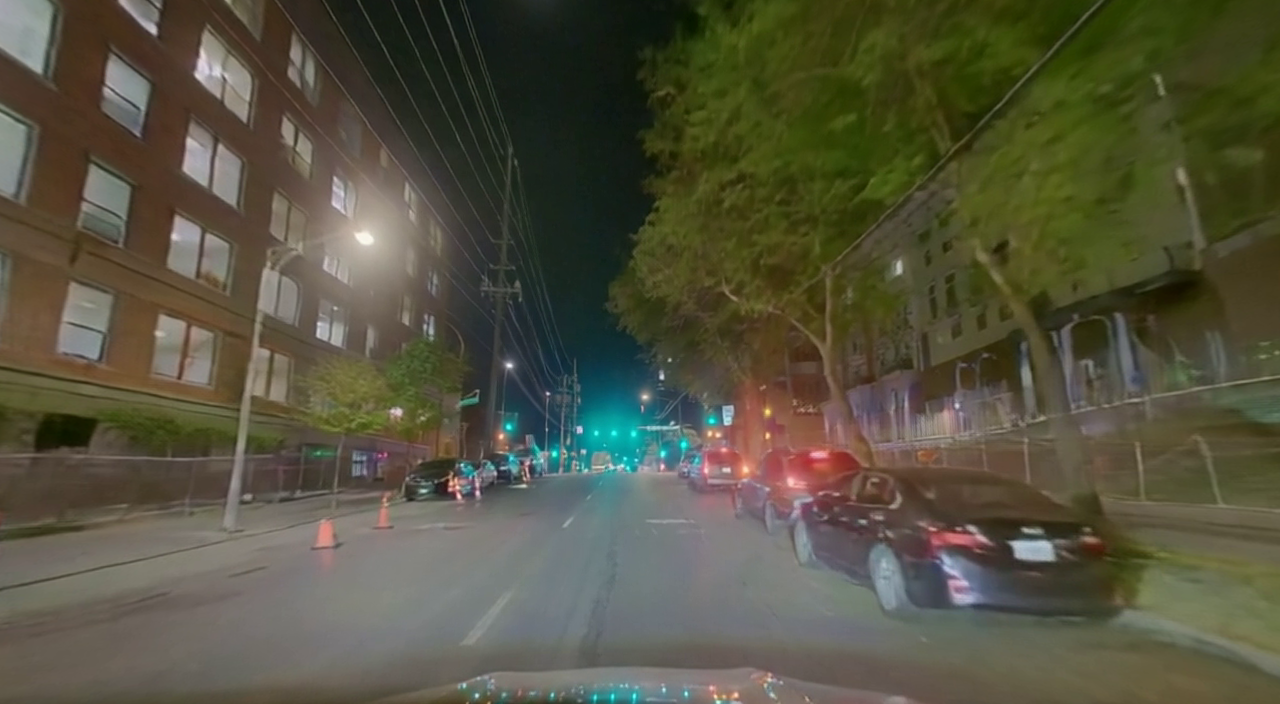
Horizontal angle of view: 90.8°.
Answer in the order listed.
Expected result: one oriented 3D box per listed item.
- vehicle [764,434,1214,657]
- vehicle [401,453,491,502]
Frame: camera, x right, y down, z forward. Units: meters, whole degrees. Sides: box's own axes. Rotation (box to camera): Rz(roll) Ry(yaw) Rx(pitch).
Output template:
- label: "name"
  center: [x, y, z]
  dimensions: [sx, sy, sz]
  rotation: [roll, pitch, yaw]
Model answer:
- label: "vehicle"
  center: [2.872, 1.677, 6.769]
  dimensions: [2.010, 1.499, 4.754]
  rotation: [0, -8, -1]
- label: "vehicle"
  center: [-6.659, 4.330, 22.215]
  dimensions: [1.968, 1.450, 4.271]
  rotation: [0, -8, -2]
